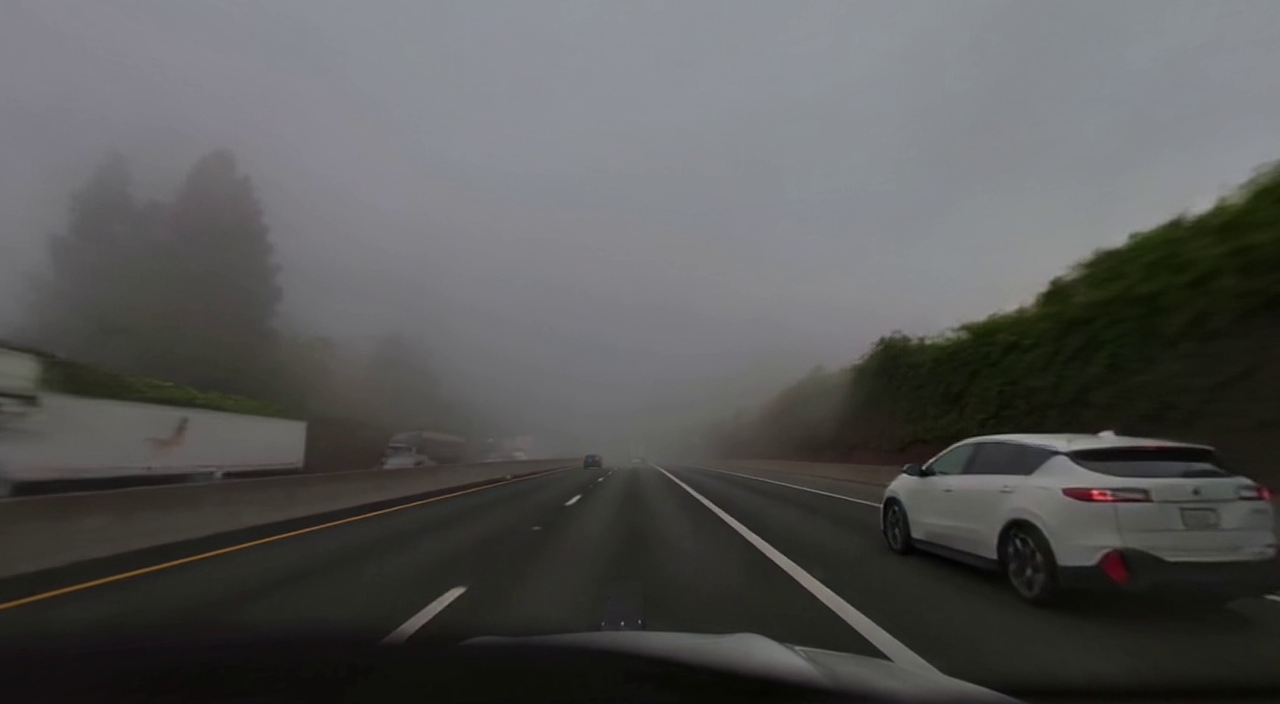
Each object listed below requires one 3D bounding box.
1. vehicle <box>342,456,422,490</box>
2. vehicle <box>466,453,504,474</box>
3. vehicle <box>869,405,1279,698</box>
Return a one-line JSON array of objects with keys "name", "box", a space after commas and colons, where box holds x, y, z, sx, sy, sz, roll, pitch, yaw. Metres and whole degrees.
[{"name": "vehicle", "box": [-12.077, 5.675, 29.850, 1.950, 1.416, 4.429, 0, -9, 0]}, {"name": "vehicle", "box": [-11.827, 8.518, 48.327, 1.859, 1.455, 4.185, 0, -9, 1]}, {"name": "vehicle", "box": [3.889, 1.371, 5.523, 2.053, 1.504, 4.386, 0, -9, -1]}]
